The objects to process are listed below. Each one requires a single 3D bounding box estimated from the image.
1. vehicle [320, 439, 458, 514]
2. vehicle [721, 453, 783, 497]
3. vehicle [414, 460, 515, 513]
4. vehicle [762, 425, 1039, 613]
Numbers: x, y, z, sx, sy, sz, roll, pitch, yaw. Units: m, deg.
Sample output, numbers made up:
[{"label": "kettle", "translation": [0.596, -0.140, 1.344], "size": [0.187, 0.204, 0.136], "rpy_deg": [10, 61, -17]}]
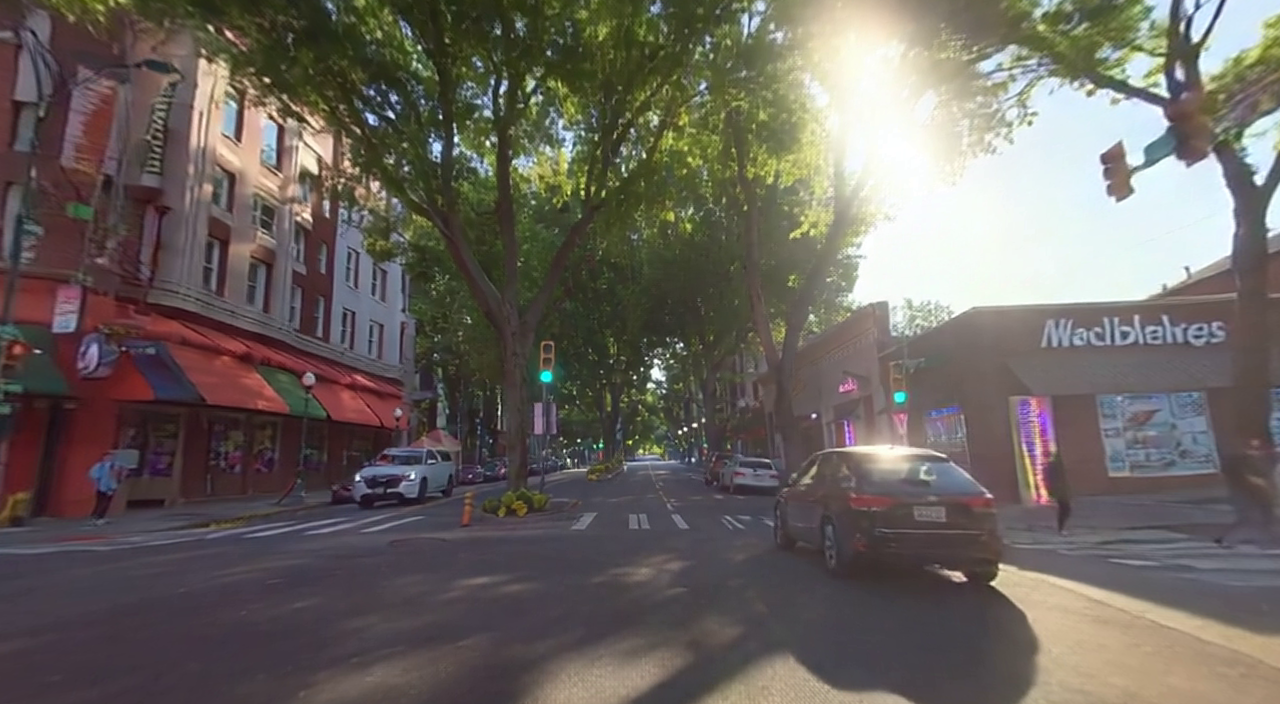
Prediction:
[{"label": "vehicle", "translation": [-8.703, 4.325, 22.696], "size": [2.489, 2.323, 5.843], "rpy_deg": [0, -8, 1]}, {"label": "vehicle", "translation": [5.254, 5.811, 30.296], "size": [2.010, 1.844, 4.386], "rpy_deg": [0, -8, -2]}, {"label": "vehicle", "translation": [-5.684, 4.407, 21.177], "size": [1.983, 1.438, 4.559], "rpy_deg": [0, -8, 1]}, {"label": "vehicle", "translation": [2.624, 1.705, 7.138], "size": [1.822, 1.654, 2.794], "rpy_deg": [0, -8, -2]}]
